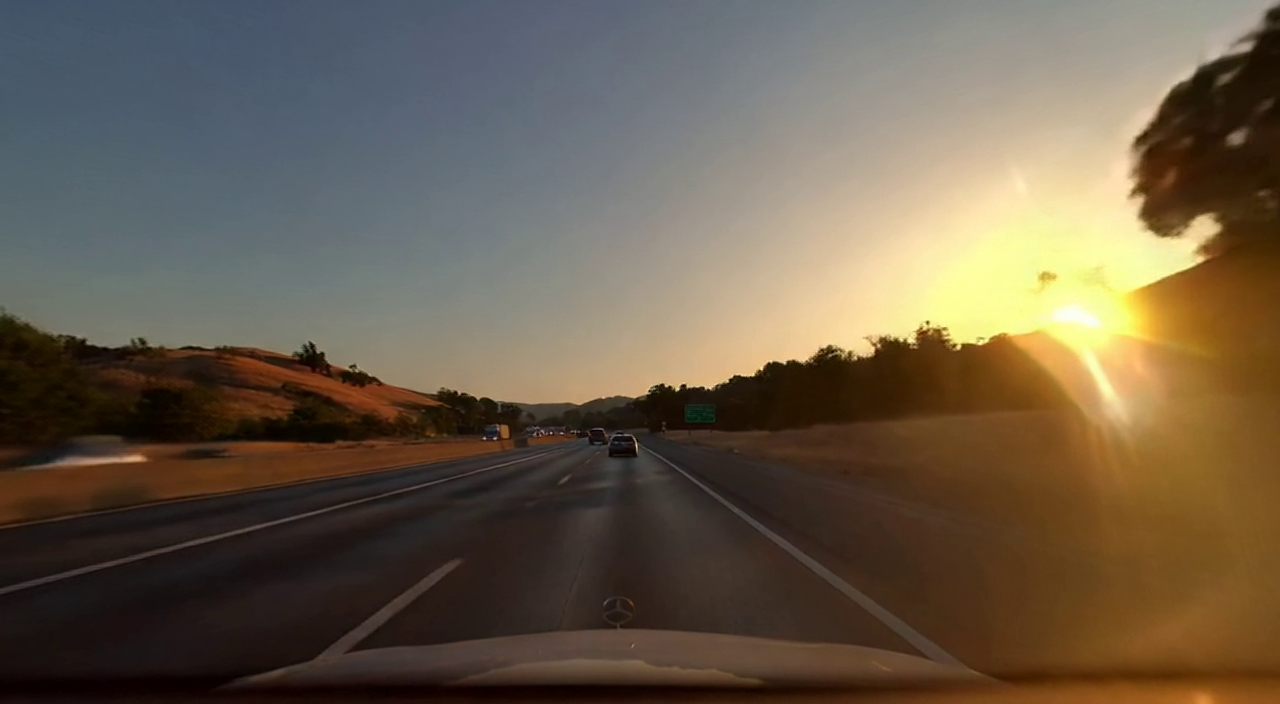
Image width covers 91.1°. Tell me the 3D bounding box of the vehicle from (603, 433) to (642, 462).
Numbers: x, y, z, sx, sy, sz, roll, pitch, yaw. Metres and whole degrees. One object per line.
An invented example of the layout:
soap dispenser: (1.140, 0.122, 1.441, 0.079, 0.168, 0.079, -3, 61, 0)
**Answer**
vehicle: (-0.944, 5.066, 33.536, 1.948, 1.470, 3.913, 0, -8, -2)
